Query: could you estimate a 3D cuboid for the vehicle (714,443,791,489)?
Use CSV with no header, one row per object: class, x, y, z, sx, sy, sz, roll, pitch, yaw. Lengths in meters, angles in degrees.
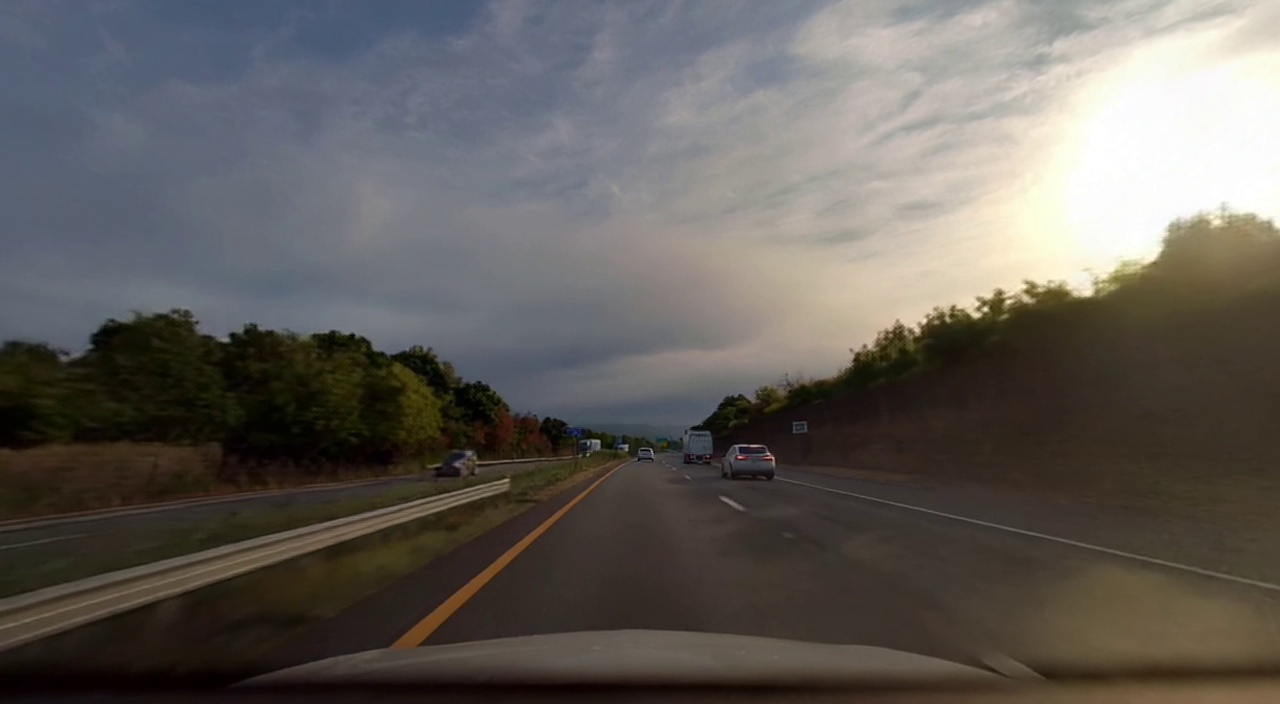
vehicle,4.010,4.135,23.162,2.043,1.542,3.881,0,-9,-1
